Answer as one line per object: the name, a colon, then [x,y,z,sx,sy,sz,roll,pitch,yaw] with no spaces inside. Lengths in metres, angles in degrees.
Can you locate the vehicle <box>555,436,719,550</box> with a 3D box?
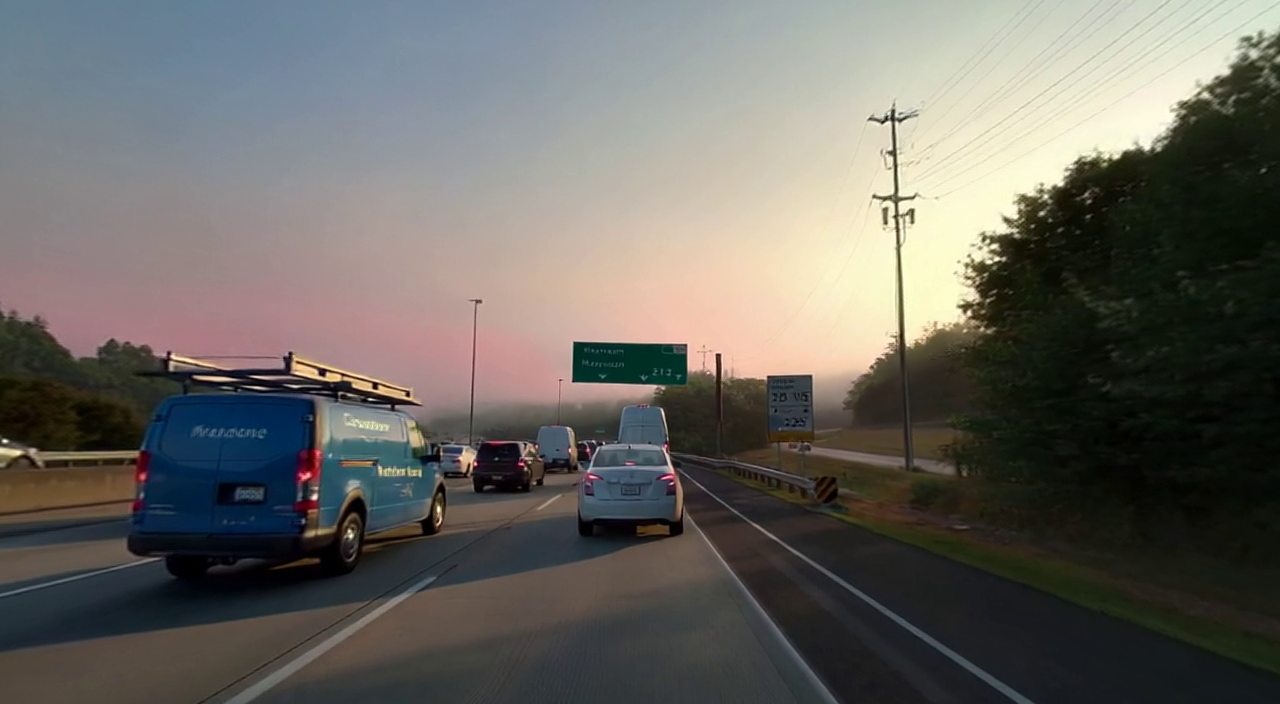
vehicle: [-0.058,2.081,10.002,2.054,1.421,4.090,0,-8,-1]

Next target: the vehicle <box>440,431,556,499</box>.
vehicle: [-3.837,3.141,17.892,2.114,1.657,4.432,0,-8,2]

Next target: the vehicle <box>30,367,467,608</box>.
vehicle: [-3.844,1.436,7.483,2.142,1.952,4.556,0,-8,1]
